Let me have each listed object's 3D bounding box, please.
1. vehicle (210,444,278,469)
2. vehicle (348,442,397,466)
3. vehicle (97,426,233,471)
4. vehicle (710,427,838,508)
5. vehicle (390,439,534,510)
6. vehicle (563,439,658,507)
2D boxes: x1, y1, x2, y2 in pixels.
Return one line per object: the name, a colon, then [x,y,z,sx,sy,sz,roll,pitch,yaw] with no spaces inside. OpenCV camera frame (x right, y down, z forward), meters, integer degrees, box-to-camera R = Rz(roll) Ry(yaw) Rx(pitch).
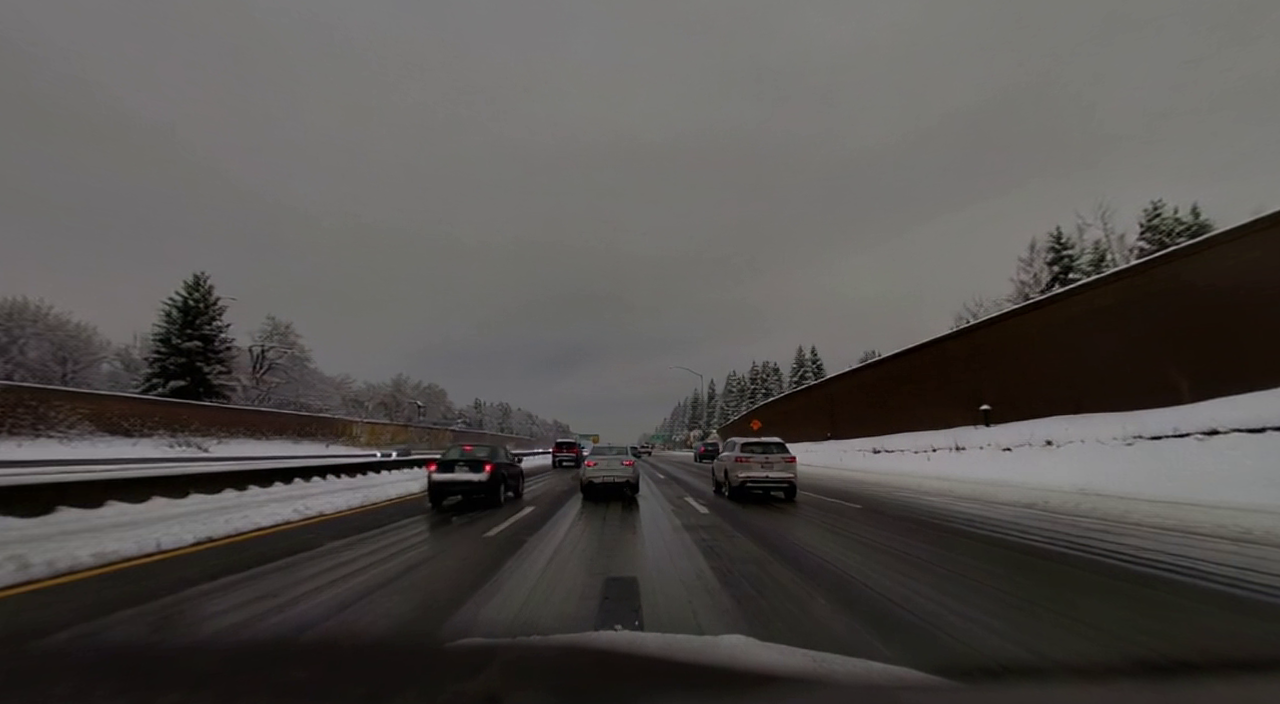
vehicle: [-26.861,7.098,43.067,1.847,1.607,4.463,0,-9,-2]
vehicle: [-20.027,7.632,47.519,1.942,1.713,4.195,0,-9,-2]
vehicle: [-33.724,6.949,45.535,2.827,2.862,9.463,0,-9,-3]
vehicle: [3.263,2.936,16.552,2.162,1.800,4.693,0,-9,-2]
vehicle: [-4.331,3.070,16.491,2.214,1.512,5.389,0,-9,0]
vehicle: [-0.694,2.965,15.981,2.098,1.475,3.997,0,-9,-1]
